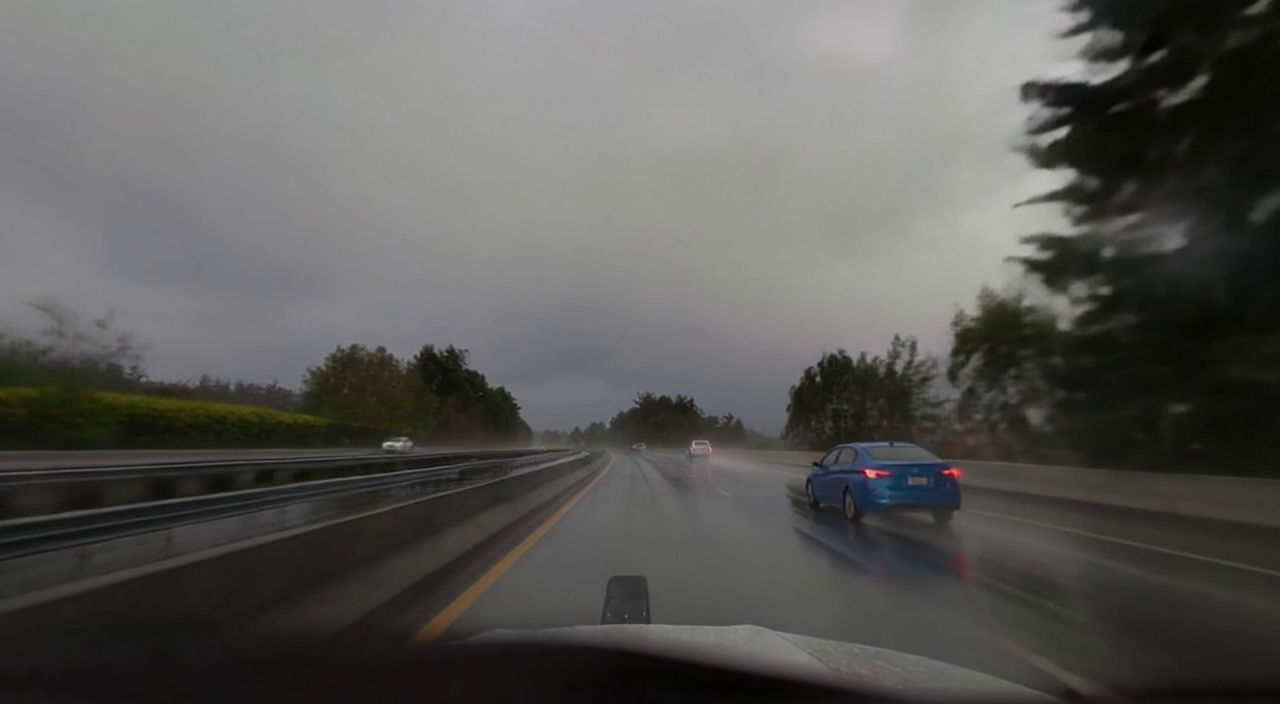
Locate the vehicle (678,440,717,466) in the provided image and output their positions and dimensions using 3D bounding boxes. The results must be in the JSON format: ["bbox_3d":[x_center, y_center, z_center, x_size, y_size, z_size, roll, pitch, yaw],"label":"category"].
[{"bbox_3d":[3.582,6.326,39.678,1.945,1.538,3.729,0,-8,-2],"label":"vehicle"}]

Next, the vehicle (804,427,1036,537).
[{"bbox_3d":[4.514,2.140,11.031,2.072,1.528,4.176,0,-8,-1],"label":"vehicle"}]
